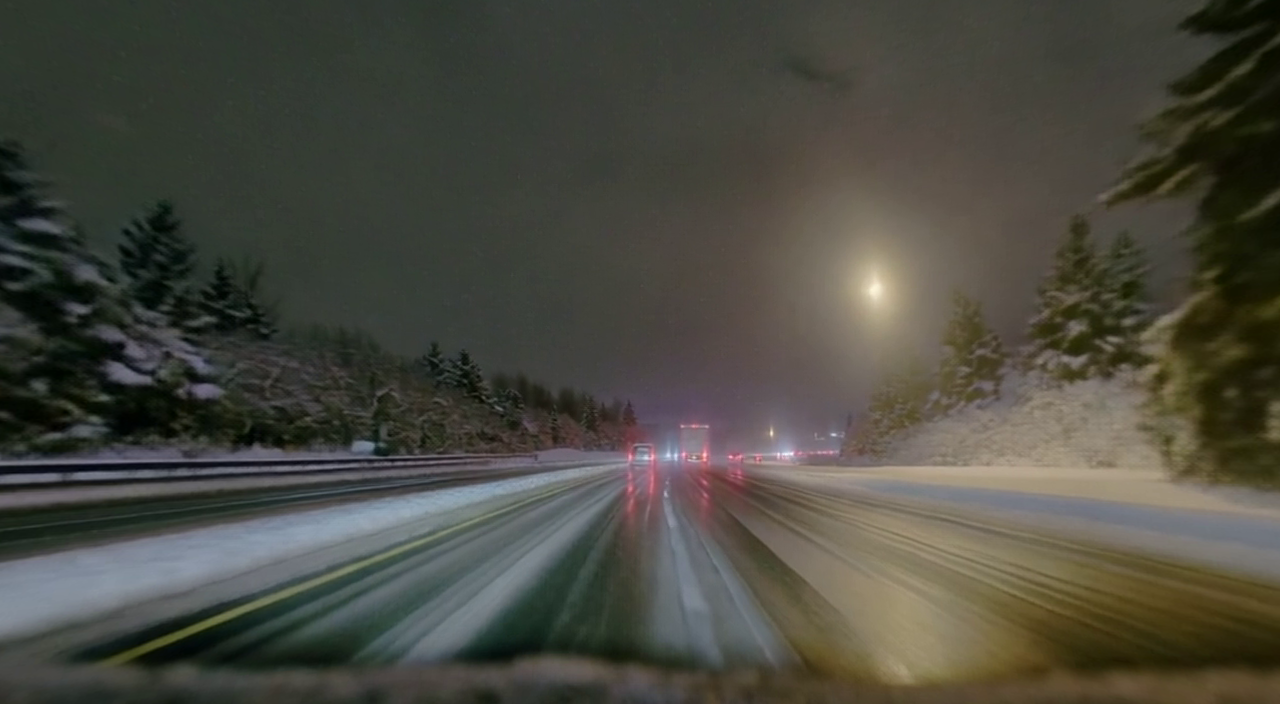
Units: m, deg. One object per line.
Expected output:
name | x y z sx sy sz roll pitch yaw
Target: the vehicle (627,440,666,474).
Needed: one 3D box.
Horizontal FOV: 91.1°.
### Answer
vehicle | 0.505 6.866 41.192 2.271 2.049 4.894 -1 -9 4
